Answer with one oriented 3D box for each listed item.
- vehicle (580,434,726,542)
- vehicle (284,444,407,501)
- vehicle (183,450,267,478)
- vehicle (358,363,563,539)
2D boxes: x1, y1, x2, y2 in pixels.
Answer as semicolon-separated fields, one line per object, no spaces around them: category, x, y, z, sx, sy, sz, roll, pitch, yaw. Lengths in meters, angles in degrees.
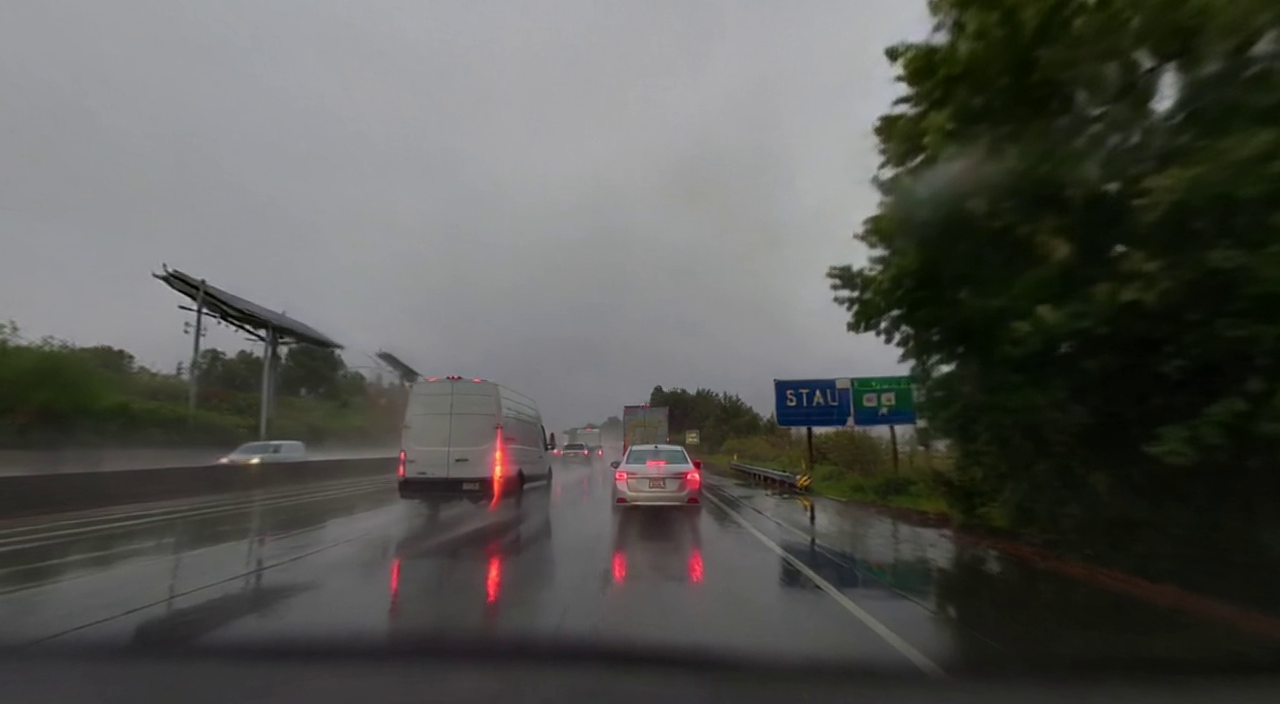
vehicle;0.173;2.194;10.732;2.063;1.507;3.488;0;-9;0
vehicle;-8.477;3.476;18.527;1.876;1.482;3.539;0;-9;0
vehicle;-22.987;6.219;35.154;1.790;1.438;4.160;0;-9;1
vehicle;-3.231;2.064;13.384;2.289;2.757;6.726;0;-9;1
